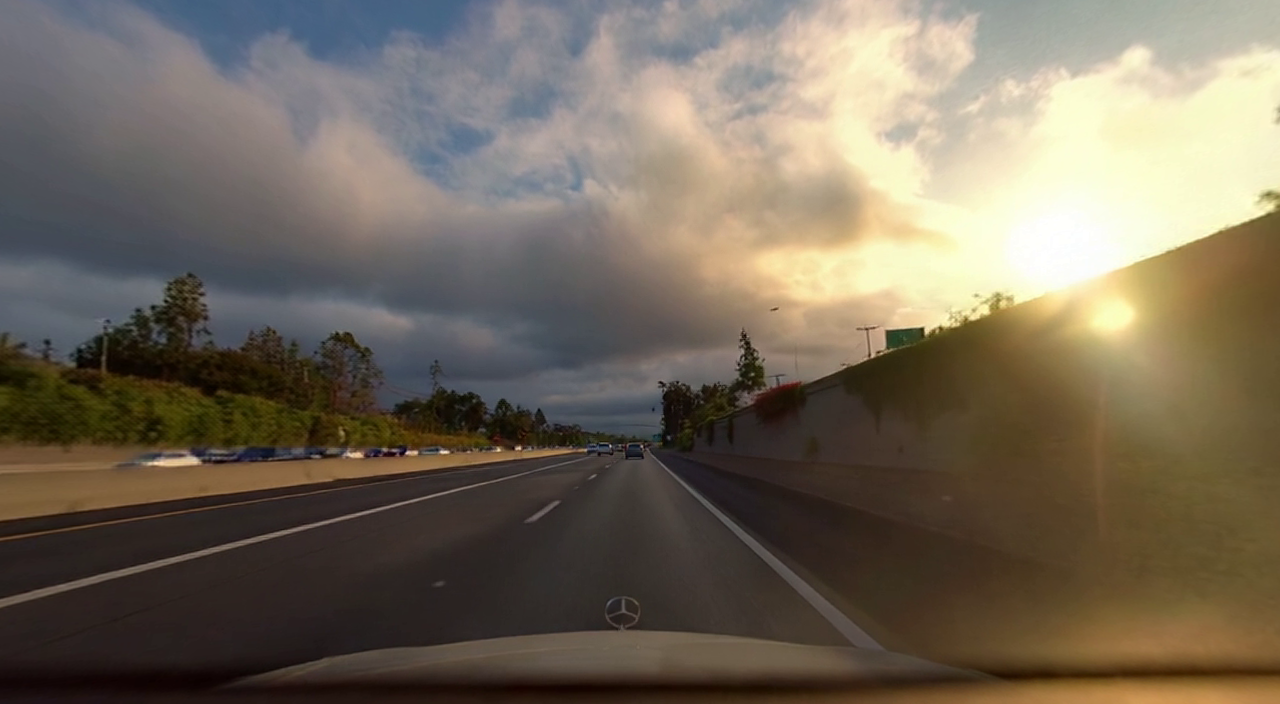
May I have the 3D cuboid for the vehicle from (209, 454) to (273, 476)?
[{"bbox_3d":[-29.414,8.329,46.578,1.867,1.544,4.351,0,-9,0],"label":"vehicle"}]

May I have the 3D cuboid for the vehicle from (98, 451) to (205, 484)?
[{"bbox_3d":[-26.162,6.175,33.994,1.976,1.615,4.634,0,-9,1],"label":"vehicle"}]

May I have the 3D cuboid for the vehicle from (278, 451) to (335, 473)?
[{"bbox_3d":[-25.729,8.471,48.712,1.878,1.536,4.552,0,-9,1],"label":"vehicle"}]
